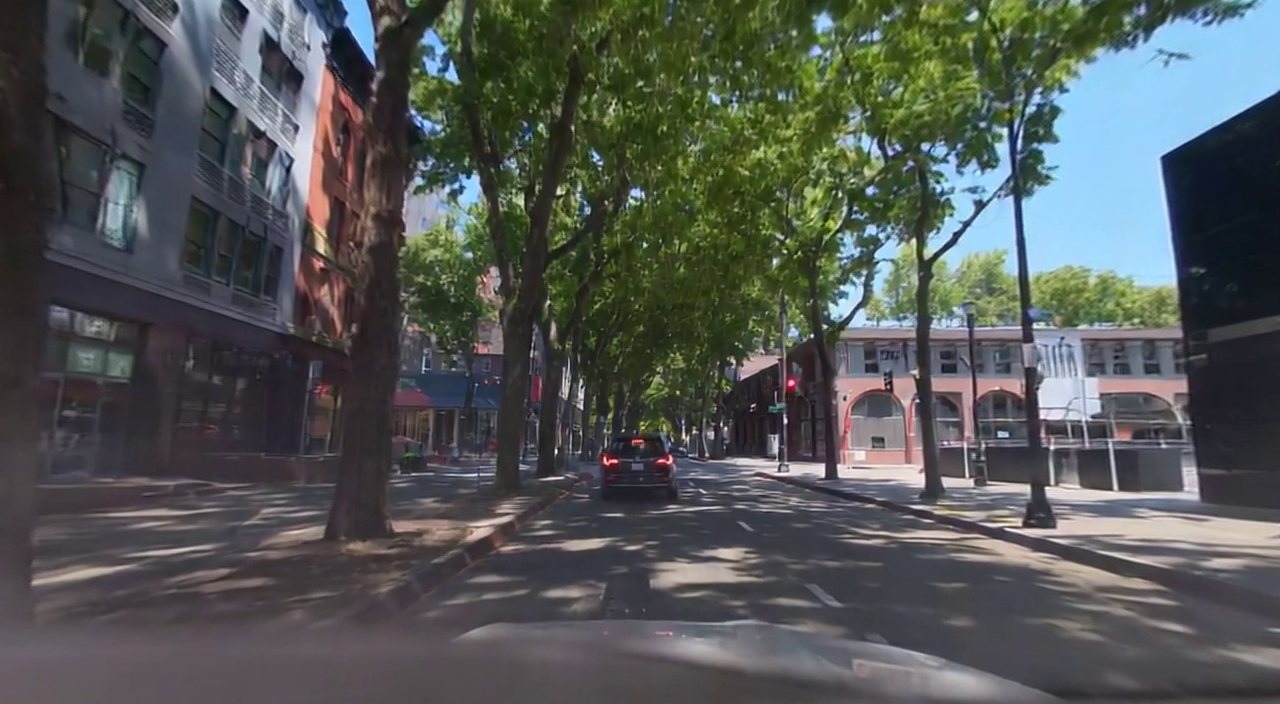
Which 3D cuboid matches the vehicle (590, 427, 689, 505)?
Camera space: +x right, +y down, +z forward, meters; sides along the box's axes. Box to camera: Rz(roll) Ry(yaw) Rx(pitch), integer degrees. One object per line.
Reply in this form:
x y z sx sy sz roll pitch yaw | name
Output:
-0.049 2.698 15.267 2.079 1.621 3.861 0 -9 -1 | vehicle

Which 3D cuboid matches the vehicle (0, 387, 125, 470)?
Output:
-14.737 1.762 14.226 2.027 1.758 5.254 0 -9 -4 | vehicle
